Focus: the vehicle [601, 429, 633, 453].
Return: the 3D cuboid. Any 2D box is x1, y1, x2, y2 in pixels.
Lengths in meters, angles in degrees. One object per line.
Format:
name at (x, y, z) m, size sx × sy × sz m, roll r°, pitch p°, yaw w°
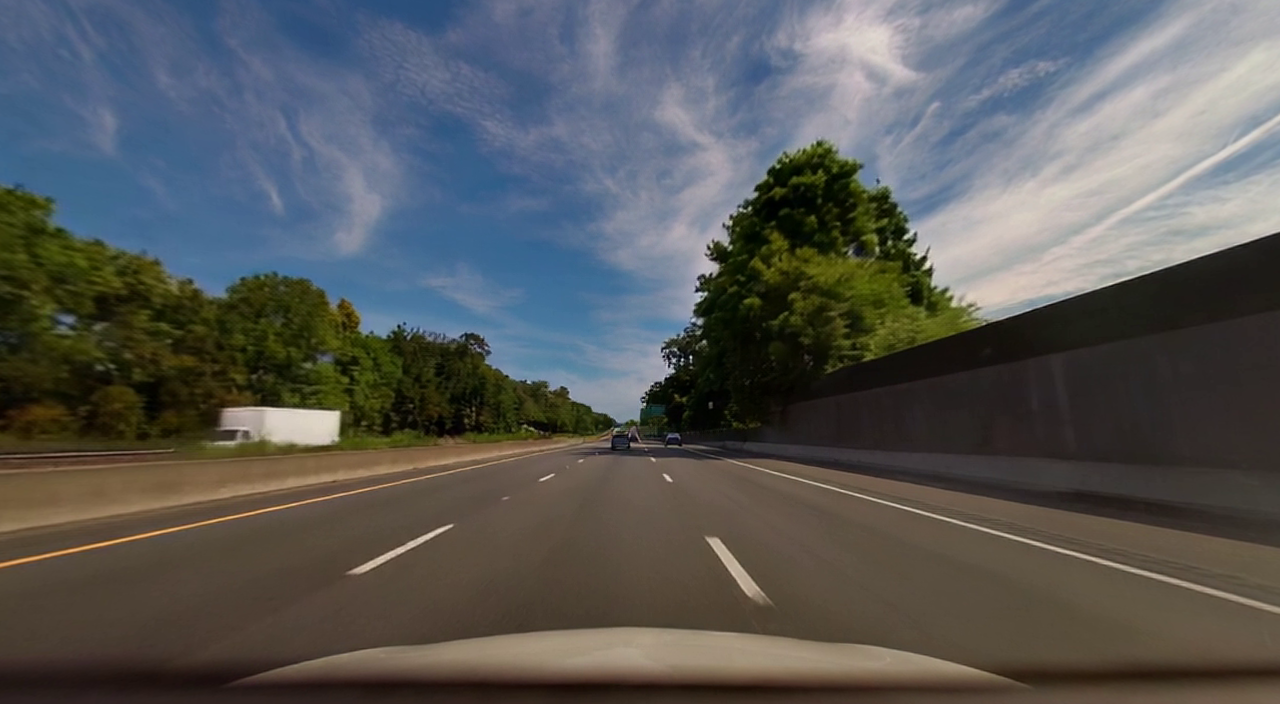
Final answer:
vehicle at (-1.760, 7.000, 49.709) m, size 2.306 × 1.730 × 4.606 m, roll 0°, pitch -8°, yaw 0°
